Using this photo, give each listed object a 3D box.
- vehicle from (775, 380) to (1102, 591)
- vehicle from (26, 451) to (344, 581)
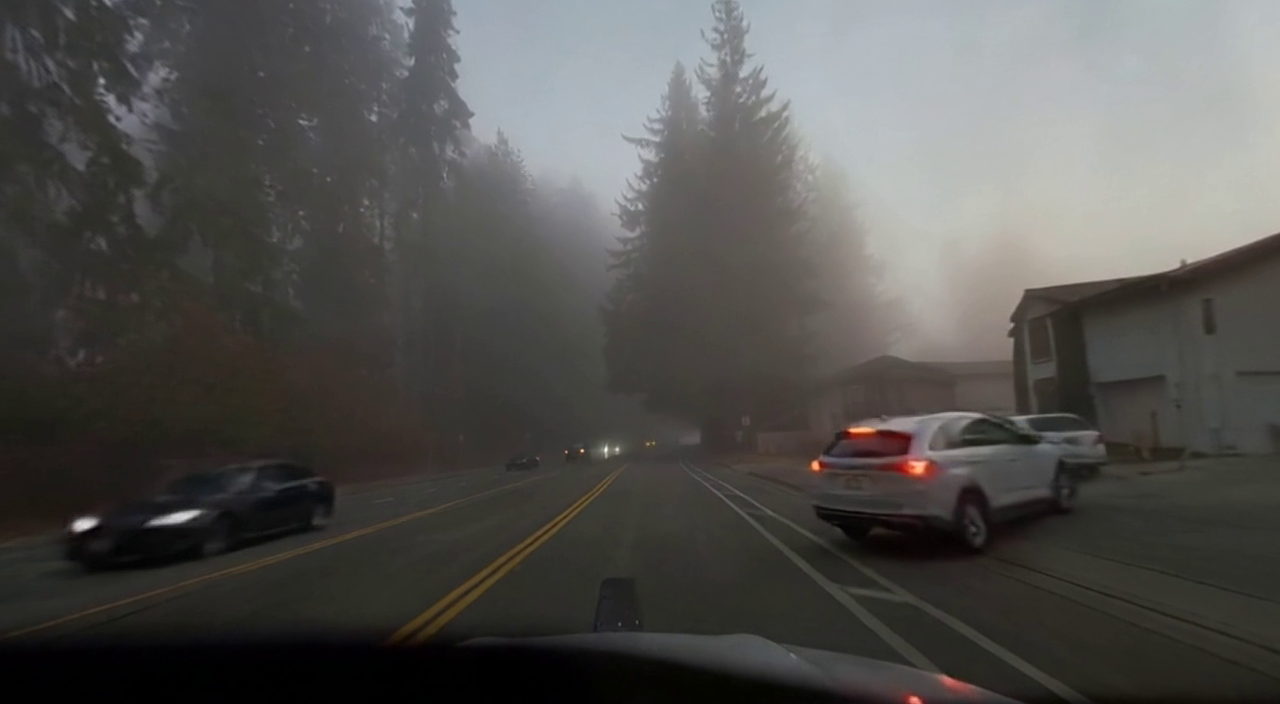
[{"bbox_3d":[4.057,1.534,8.131,2.268,1.862,4.724,-8,-12,44],"label":"vehicle"},{"bbox_3d":[-6.919,2.468,10.361,1.894,1.476,4.429,-4,-9,2],"label":"vehicle"}]
